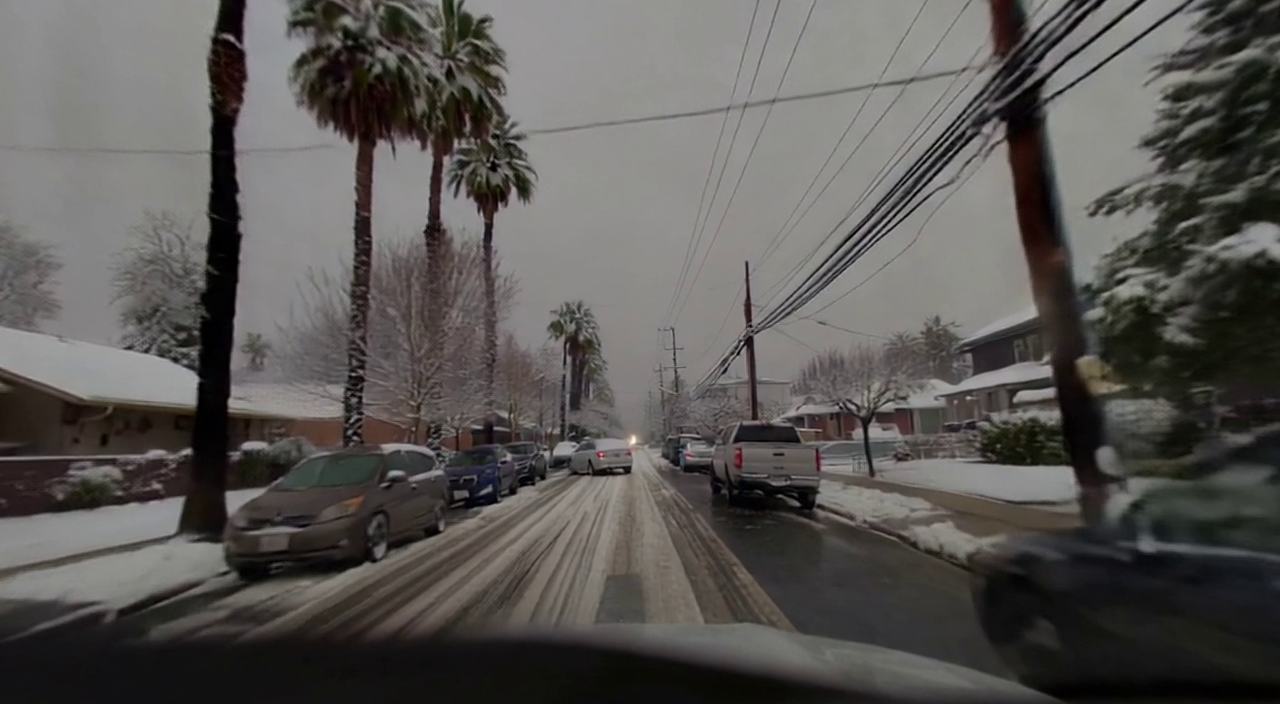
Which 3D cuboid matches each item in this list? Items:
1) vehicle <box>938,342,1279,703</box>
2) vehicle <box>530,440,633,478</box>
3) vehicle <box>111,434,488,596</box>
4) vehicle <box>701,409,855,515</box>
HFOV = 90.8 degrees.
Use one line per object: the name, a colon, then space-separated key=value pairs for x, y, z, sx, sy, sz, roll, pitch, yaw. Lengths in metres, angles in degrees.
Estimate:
vehicle: x=2.887 y=0.738 z=1.534 sx=2.060 sy=1.614 sz=4.652 roll=0 pitch=-8 yaw=0
vehicle: x=-2.602 y=4.558 z=27.174 sx=2.081 sy=1.483 sz=4.599 roll=7 pitch=-11 yaw=-40
vehicle: x=-3.974 y=1.985 z=8.877 sx=2.130 sy=1.543 sz=5.386 roll=-1 pitch=-8 yaw=3
vehicle: x=2.881 y=2.475 z=14.682 sx=2.292 sy=1.981 sz=5.277 roll=0 pitch=-8 yaw=-1
